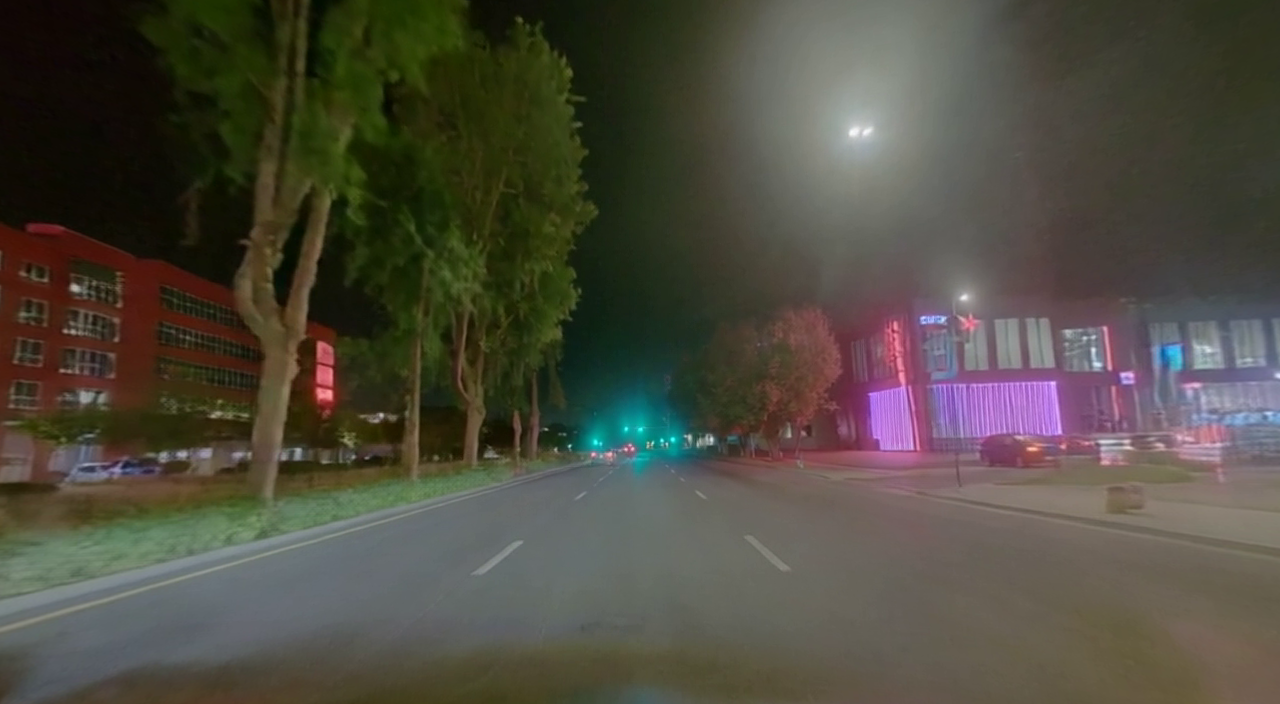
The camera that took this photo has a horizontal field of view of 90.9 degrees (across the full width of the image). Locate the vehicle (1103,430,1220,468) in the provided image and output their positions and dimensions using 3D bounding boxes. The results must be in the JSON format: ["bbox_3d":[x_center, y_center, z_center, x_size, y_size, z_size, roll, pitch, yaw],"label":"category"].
[{"bbox_3d":[22.487,4.187,27.392,1.828,1.450,3.730,-2,-8,0],"label":"vehicle"}]

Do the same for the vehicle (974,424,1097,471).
[{"bbox_3d":[16.966,4.139,27.410,2.038,1.827,4.870,0,-9,-2],"label":"vehicle"}]

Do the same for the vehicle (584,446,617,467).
[{"bbox_3d":[-2.809,7.576,45.927,2.082,1.460,4.442,-1,-9,1],"label":"vehicle"}]

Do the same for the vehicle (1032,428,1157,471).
[{"bbox_3d":[19.617,4.212,27.502,2.074,1.607,4.465,-2,-8,-1],"label":"vehicle"}]

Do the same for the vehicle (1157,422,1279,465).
[{"bbox_3d":[25.387,3.993,27.446,2.024,1.683,4.322,0,-9,0],"label":"vehicle"}]

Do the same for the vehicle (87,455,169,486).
[{"bbox_3d":[-31.456,7.269,38.912,1.830,1.663,4.166,0,-9,-6],"label":"vehicle"}]
